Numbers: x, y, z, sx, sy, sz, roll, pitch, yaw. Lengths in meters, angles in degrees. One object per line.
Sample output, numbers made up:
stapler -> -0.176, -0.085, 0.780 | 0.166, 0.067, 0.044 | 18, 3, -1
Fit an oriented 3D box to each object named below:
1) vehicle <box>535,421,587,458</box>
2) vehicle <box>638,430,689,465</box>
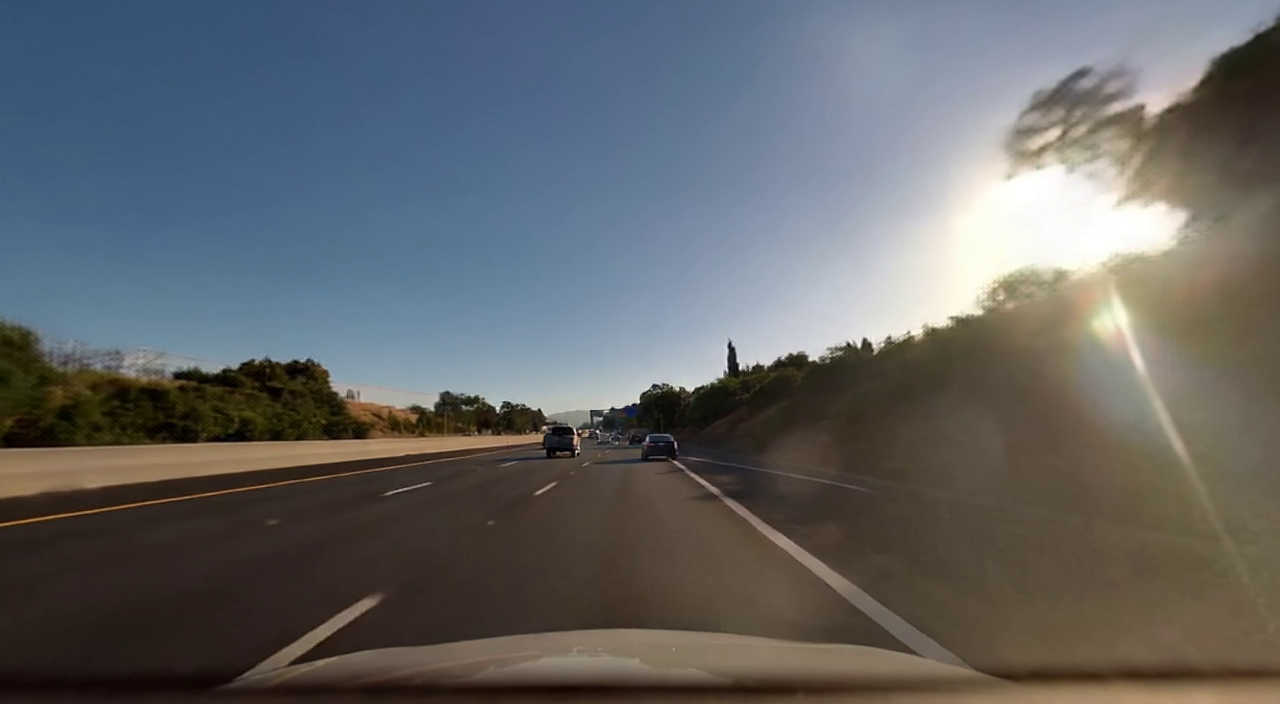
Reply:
vehicle -> -4.299, 4.853, 34.931 | 2.251, 1.938, 4.708 | 0, -8, 0
vehicle -> 0.986, 4.287, 28.431 | 1.948, 1.470, 3.913 | 0, -8, -3
